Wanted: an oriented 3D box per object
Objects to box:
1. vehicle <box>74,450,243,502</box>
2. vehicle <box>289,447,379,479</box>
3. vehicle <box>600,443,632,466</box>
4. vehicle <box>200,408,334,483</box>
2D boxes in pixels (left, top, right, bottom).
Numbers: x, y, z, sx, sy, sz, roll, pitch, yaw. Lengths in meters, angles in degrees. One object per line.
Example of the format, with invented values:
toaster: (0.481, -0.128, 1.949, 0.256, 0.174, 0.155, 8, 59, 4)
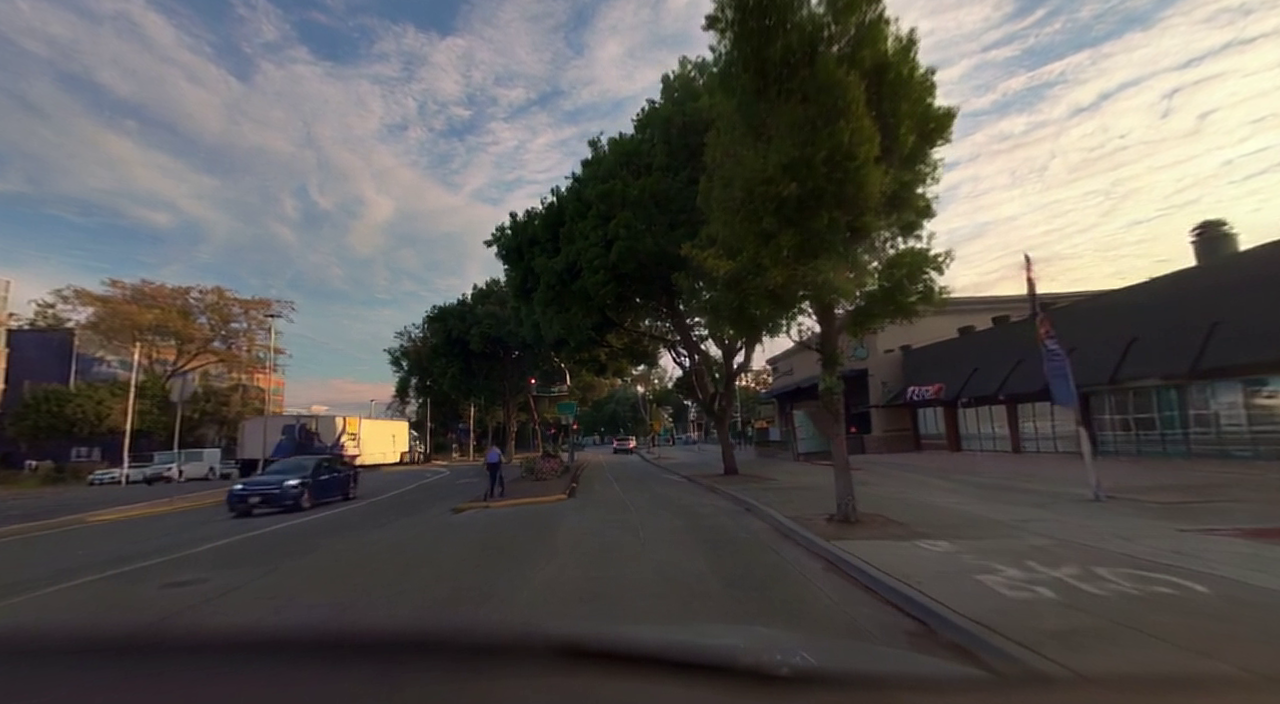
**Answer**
vehicle: (-18.047, 4.602, 24.011, 2.101, 1.721, 4.587, -3, -9, 18)
vehicle: (-17.728, 6.425, 36.922, 1.988, 1.762, 4.653, -3, -9, 17)
vehicle: (-1.588, 6.973, 43.085, 2.006, 1.470, 3.799, 0, -8, -1)
vehicle: (-21.576, 5.490, 37.061, 3.045, 3.961, 6.104, -3, -9, 16)
